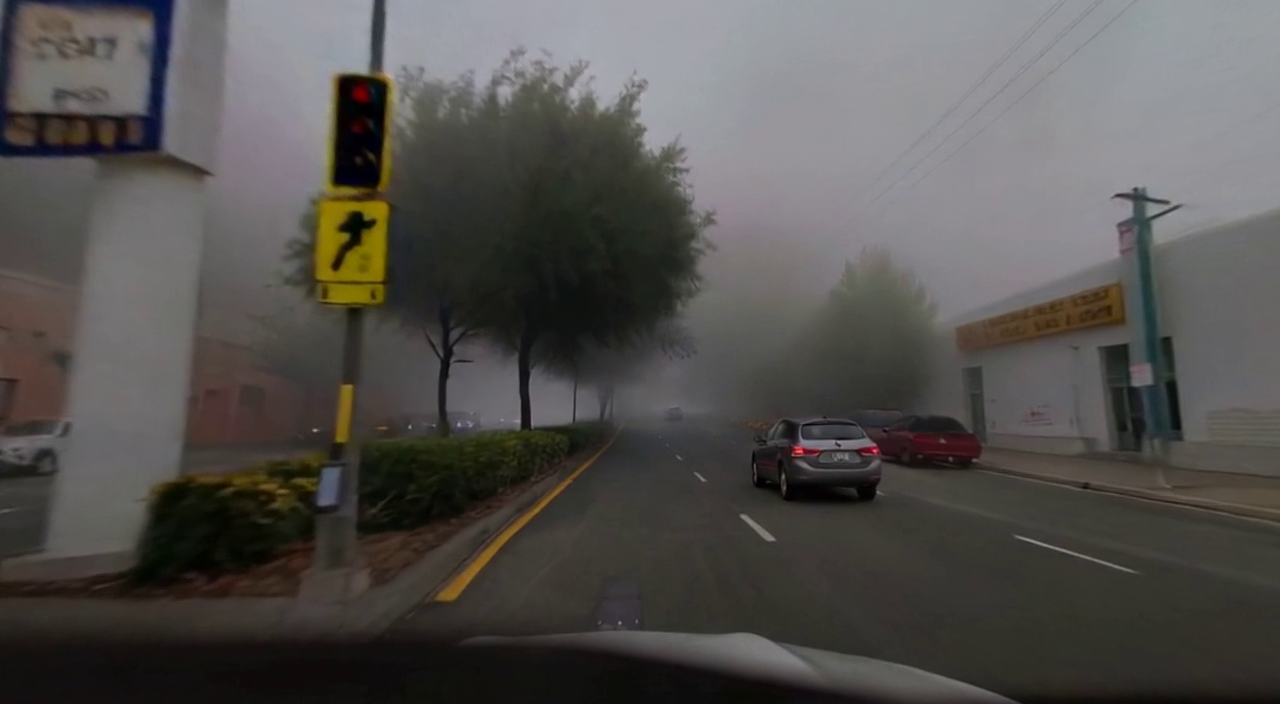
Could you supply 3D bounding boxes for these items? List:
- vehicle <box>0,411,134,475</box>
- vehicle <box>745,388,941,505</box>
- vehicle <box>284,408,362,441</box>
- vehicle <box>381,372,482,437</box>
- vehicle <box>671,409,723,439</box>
[{"bbox_3d":[-17.820,2.702,18.551,2.079,1.672,4.333,0,-9,2],"label":"vehicle"},{"bbox_3d":[3.273,1.669,11.211,1.999,1.679,4.217,0,-8,-1],"label":"vehicle"},{"bbox_3d":[-17.890,4.188,35.756,2.082,1.703,4.402,0,-8,0],"label":"vehicle"},{"bbox_3d":[-13.741,3.828,42.769,3.043,3.645,10.929,0,-9,0],"label":"vehicle"},{"bbox_3d":[2.923,3.871,33.497,2.282,1.458,4.362,0,-9,-1],"label":"vehicle"}]
